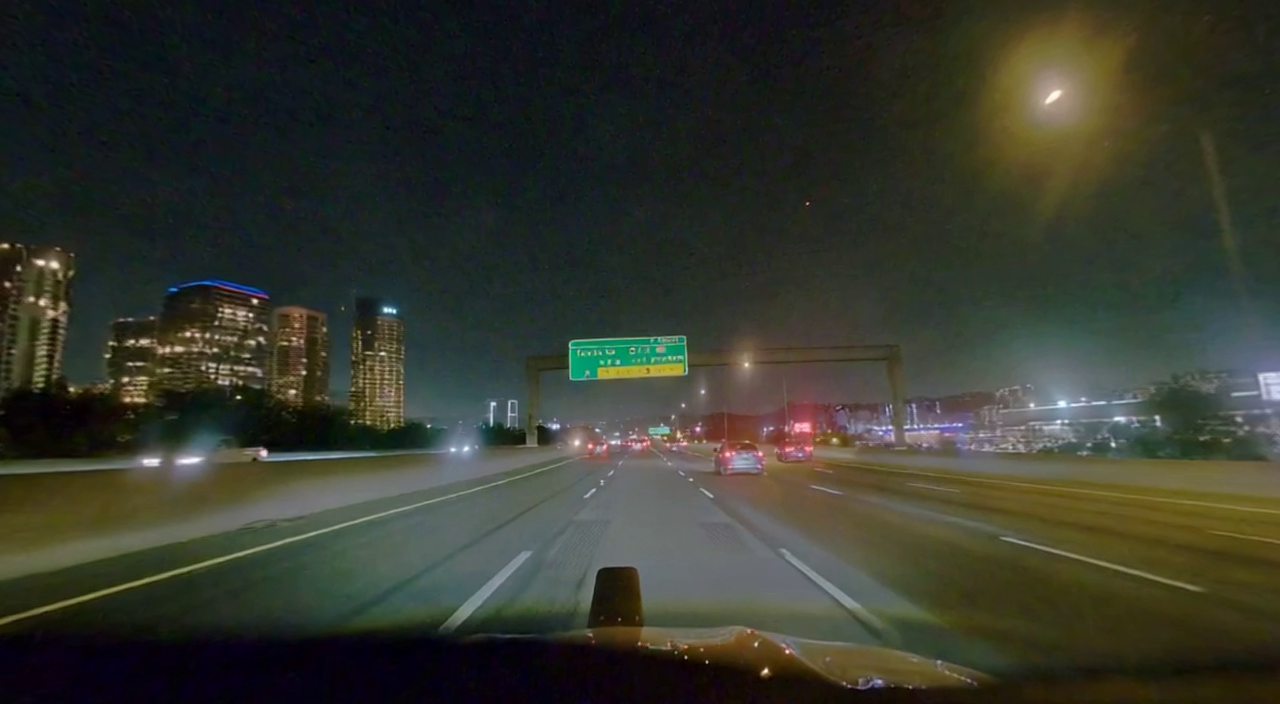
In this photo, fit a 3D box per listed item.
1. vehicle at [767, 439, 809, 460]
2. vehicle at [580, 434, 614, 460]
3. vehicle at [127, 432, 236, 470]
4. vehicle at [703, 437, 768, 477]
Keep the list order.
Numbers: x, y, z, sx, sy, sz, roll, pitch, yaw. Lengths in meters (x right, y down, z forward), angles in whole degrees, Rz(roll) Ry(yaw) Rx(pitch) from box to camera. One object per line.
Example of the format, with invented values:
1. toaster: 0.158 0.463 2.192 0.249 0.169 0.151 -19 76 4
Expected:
1. vehicle: 11.062 7.309 47.402 2.019 1.529 4.385 0 -9 -1
2. vehicle: -2.996 6.718 44.699 2.072 1.730 4.381 0 -9 0
3. vehicle: -21.179 4.585 29.395 1.938 1.627 4.131 0 -9 0
4. vehicle: 3.842 4.300 26.129 1.961 1.504 4.094 0 -9 -1
